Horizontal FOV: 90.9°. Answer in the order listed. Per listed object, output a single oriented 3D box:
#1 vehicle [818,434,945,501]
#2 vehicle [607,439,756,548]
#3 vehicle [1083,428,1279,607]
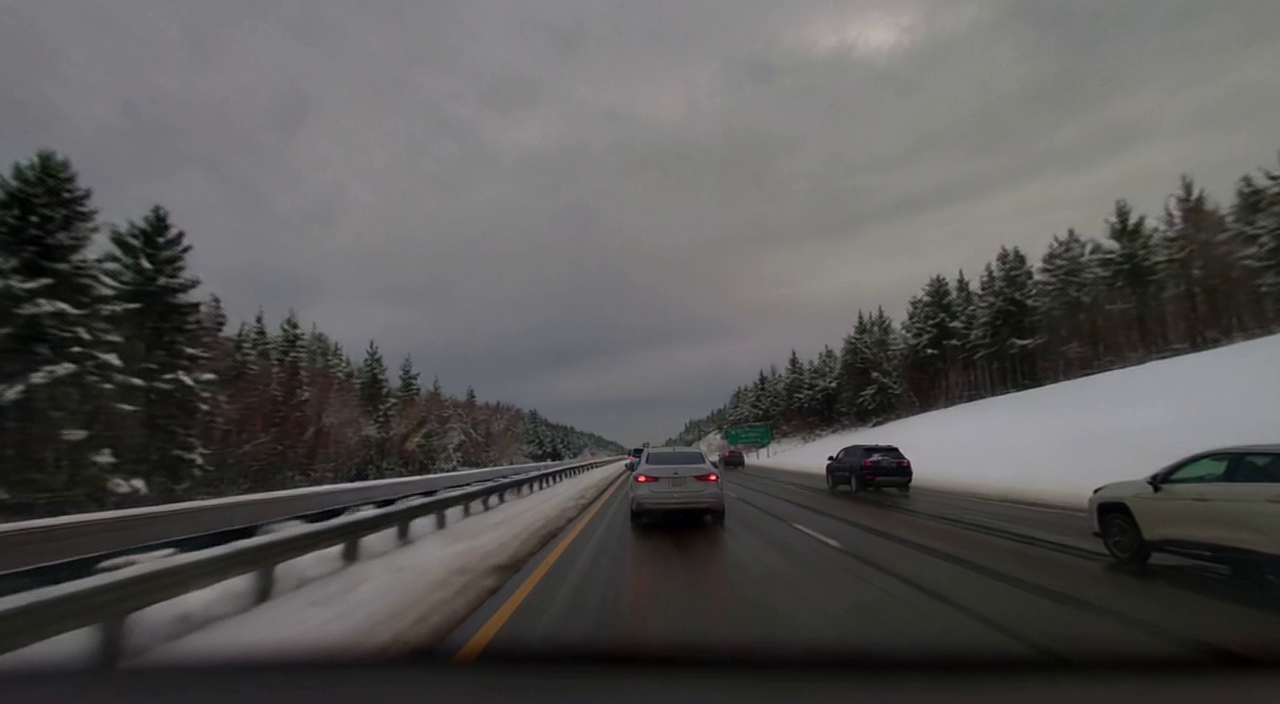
[{"bbox_3d":[6.790,3.295,18.300,1.980,1.702,4.235,0,-9,0],"label":"vehicle"},{"bbox_3d":[0.577,2.275,10.731,2.076,1.485,3.774,0,-9,0],"label":"vehicle"},{"bbox_3d":[6.346,1.418,5.488,1.965,1.484,4.090,0,-9,0],"label":"vehicle"}]
